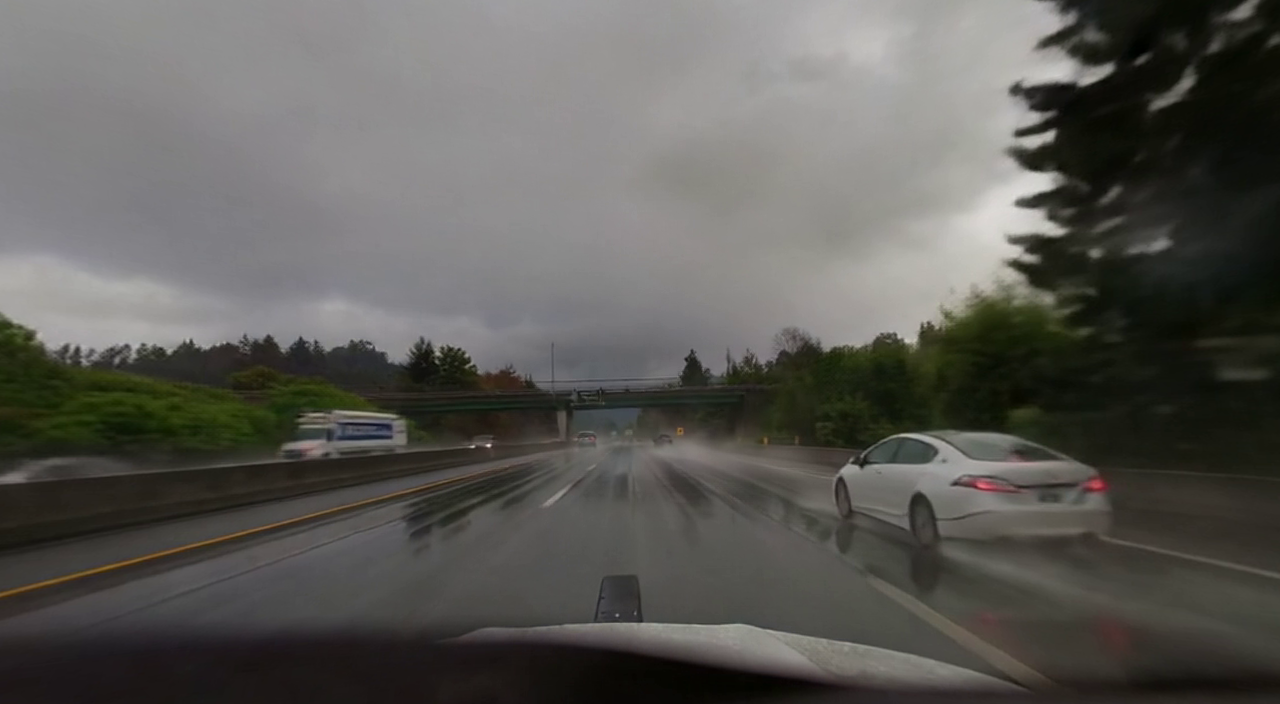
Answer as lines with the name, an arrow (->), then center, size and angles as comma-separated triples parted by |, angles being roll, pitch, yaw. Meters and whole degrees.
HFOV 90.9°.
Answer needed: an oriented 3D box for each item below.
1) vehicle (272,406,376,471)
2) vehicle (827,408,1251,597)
vehicle -> -21.223, 5.878, 42.993 | 2.982, 3.995, 7.675 | 0, -8, 1
vehicle -> 3.944, 1.533, 7.409 | 2.031, 1.531, 4.365 | 0, -8, -2
